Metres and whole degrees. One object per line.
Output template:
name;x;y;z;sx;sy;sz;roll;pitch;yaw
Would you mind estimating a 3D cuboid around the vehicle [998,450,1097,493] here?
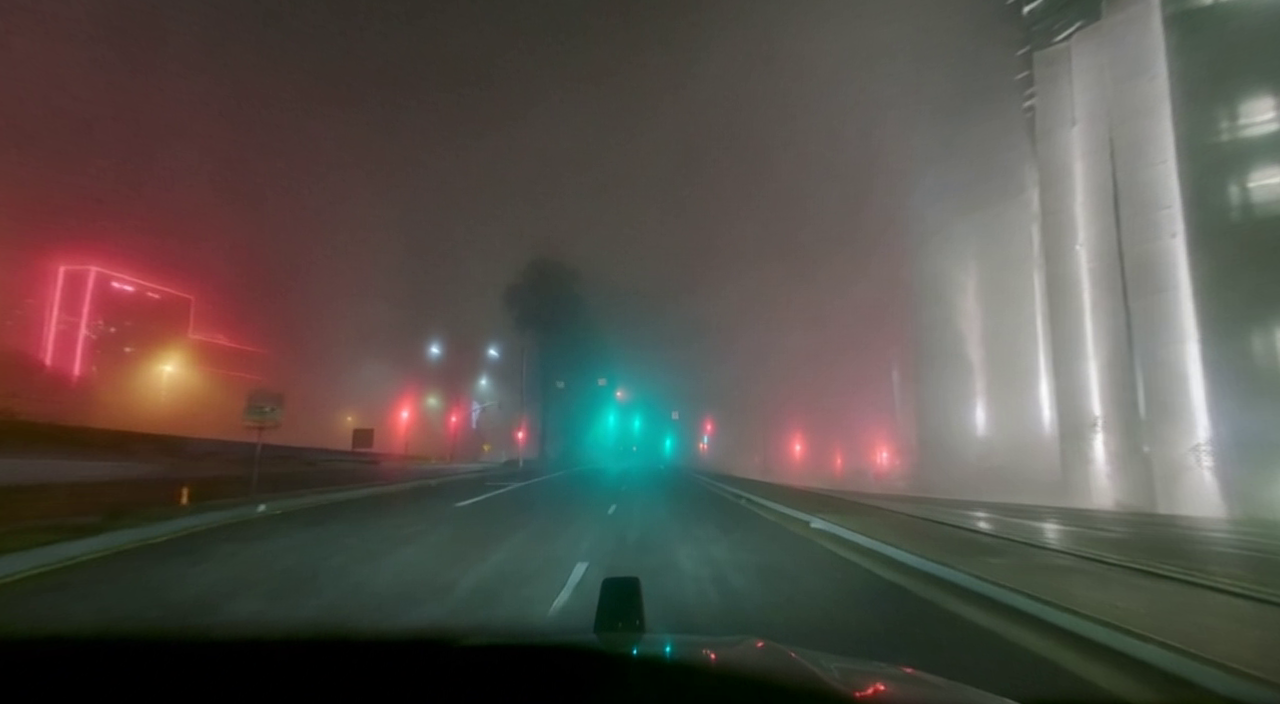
vehicle;28.290;8.465;44.088;2.599;2.380;6.013;2;-16;-3
